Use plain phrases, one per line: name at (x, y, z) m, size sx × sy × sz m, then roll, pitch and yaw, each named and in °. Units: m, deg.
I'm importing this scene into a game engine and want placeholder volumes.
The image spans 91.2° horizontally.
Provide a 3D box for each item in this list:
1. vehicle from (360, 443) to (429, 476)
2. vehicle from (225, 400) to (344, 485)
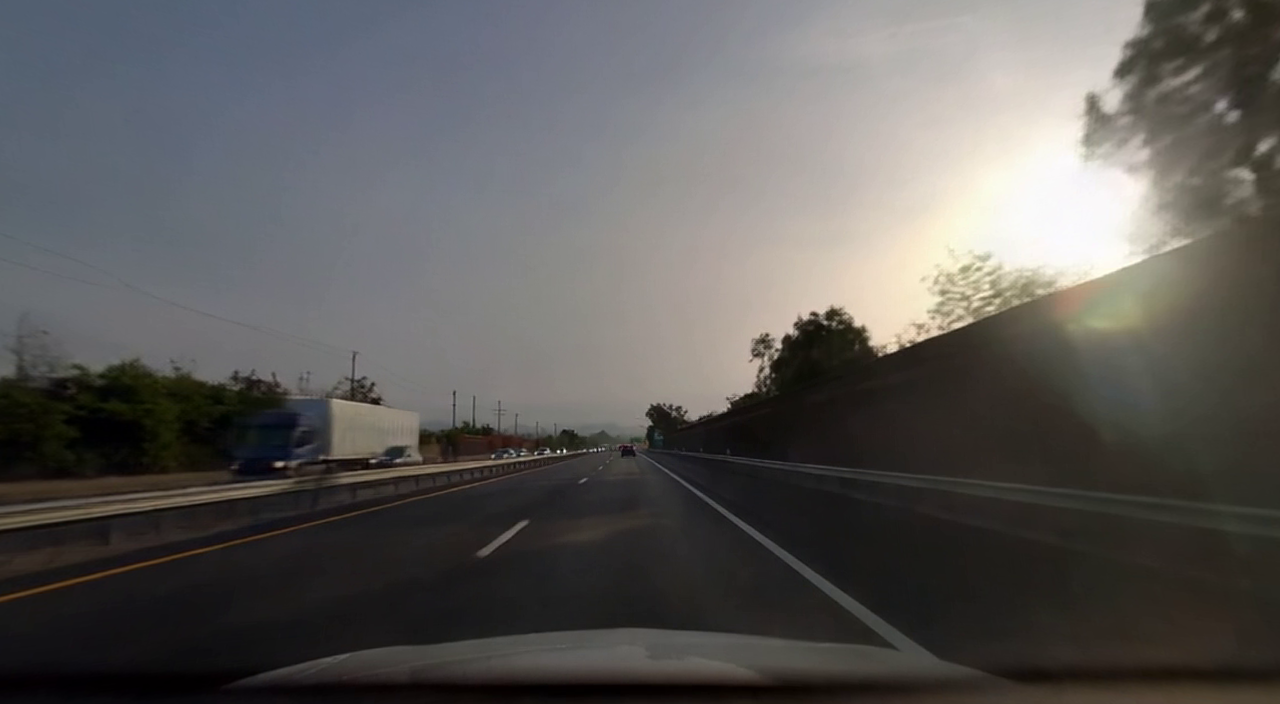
vehicle at (-13.270, 5.831, 34.215) m, size 2.073 × 1.645 × 4.557 m, roll 0°, pitch -9°, yaw -2°
vehicle at (-17.380, 4.477, 31.006) m, size 3.086 × 3.874 × 4.427 m, roll 0°, pitch -9°, yaw -1°
